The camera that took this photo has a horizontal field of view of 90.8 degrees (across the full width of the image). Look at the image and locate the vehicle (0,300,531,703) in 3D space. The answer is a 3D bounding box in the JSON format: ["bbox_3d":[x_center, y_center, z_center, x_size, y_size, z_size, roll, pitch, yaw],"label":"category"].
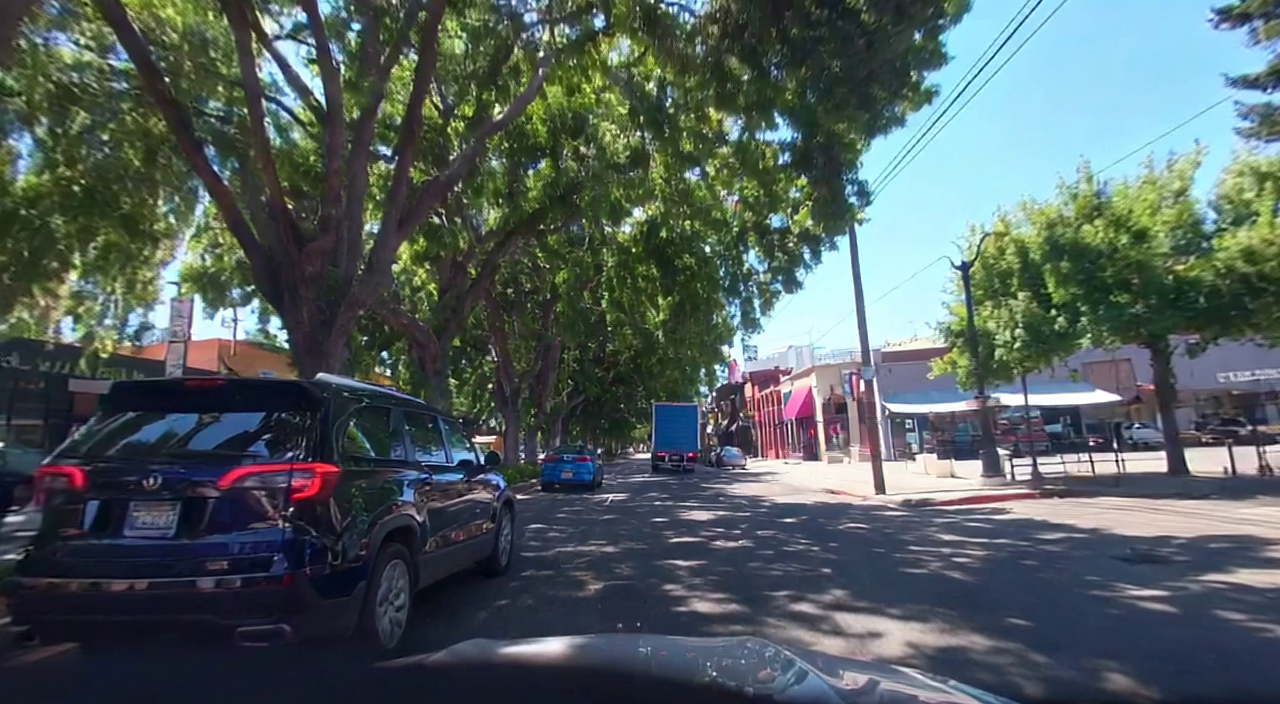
[{"bbox_3d":[-2.572,1.130,5.269,2.293,2.036,4.853,0,-9,2],"label":"vehicle"}]

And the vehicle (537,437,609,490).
[{"bbox_3d":[-2.296,4.012,23.010,2.040,1.711,4.475,0,-9,1],"label":"vehicle"}]

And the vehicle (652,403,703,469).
[{"bbox_3d":[2.525,6.416,47.446,3.007,4.206,12.913,0,-9,0],"label":"vehicle"}]

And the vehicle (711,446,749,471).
[{"bbox_3d":[5.665,6.767,40.340,1.929,1.522,4.158,0,-9,2],"label":"vehicle"}]

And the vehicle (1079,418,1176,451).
[{"bbox_3d":[29.205,5.016,38.090,2.007,1.869,4.771,0,-9,1],"label":"vehicle"}]

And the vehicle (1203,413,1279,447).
[{"bbox_3d":[35.309,4.457,36.079,1.910,1.799,4.724,-4,-9,1],"label":"vehicle"}]
